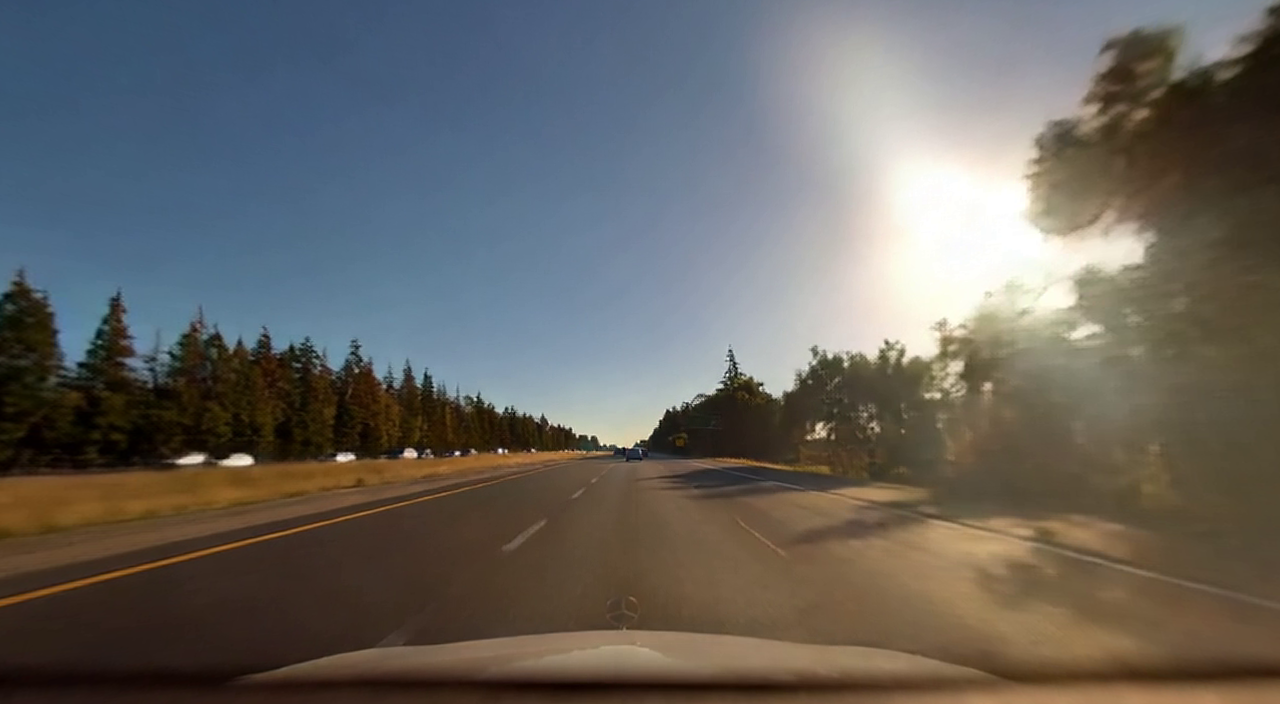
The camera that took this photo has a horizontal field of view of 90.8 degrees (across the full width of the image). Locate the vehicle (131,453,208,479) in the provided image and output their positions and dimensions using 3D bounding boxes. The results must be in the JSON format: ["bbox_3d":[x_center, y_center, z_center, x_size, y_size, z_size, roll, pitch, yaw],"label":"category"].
[{"bbox_3d":[-32.613,7.907,43.971,1.931,1.667,4.443,0,-9,0],"label":"vehicle"}]

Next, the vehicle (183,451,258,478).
[{"bbox_3d":[-28.744,7.694,43.495,1.977,1.664,4.701,0,-9,0],"label":"vehicle"}]
